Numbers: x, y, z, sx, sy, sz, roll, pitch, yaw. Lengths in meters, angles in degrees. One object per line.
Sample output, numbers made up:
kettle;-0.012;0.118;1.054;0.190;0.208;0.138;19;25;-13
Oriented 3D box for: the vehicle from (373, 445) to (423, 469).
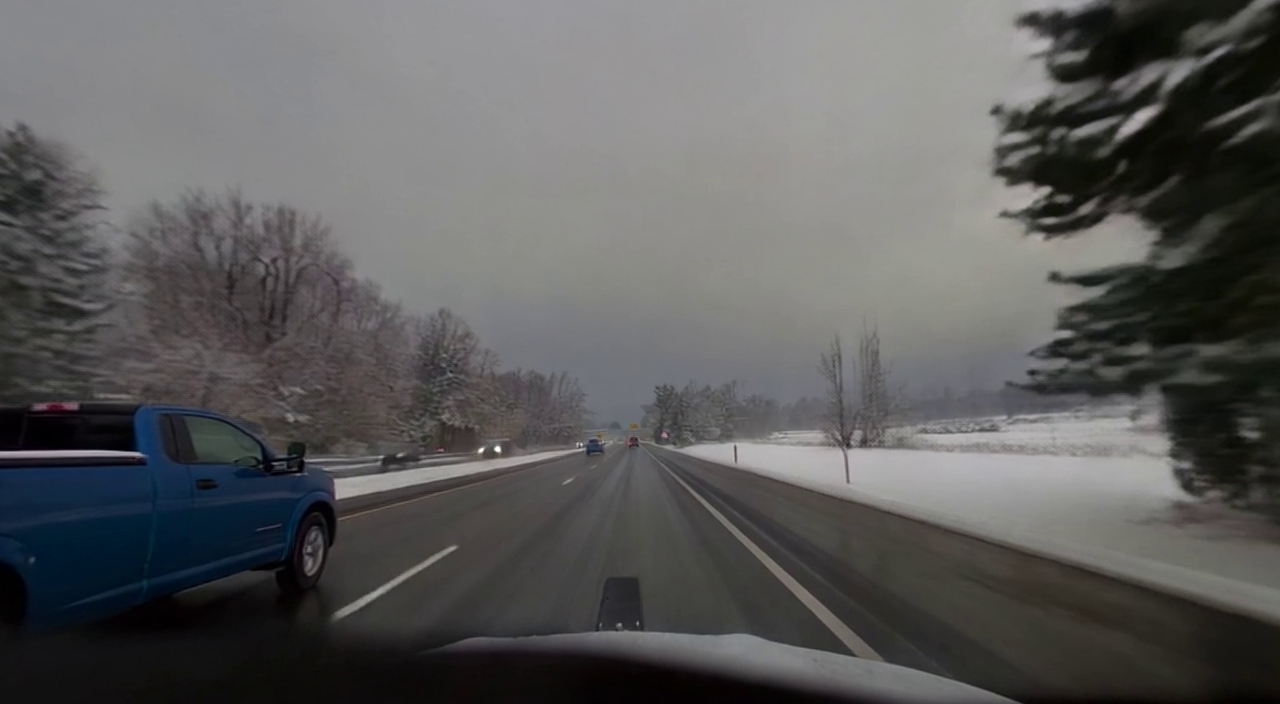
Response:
vehicle;-15.923;6.892;41.617;1.757;1.474;3.876;0;-8;0
